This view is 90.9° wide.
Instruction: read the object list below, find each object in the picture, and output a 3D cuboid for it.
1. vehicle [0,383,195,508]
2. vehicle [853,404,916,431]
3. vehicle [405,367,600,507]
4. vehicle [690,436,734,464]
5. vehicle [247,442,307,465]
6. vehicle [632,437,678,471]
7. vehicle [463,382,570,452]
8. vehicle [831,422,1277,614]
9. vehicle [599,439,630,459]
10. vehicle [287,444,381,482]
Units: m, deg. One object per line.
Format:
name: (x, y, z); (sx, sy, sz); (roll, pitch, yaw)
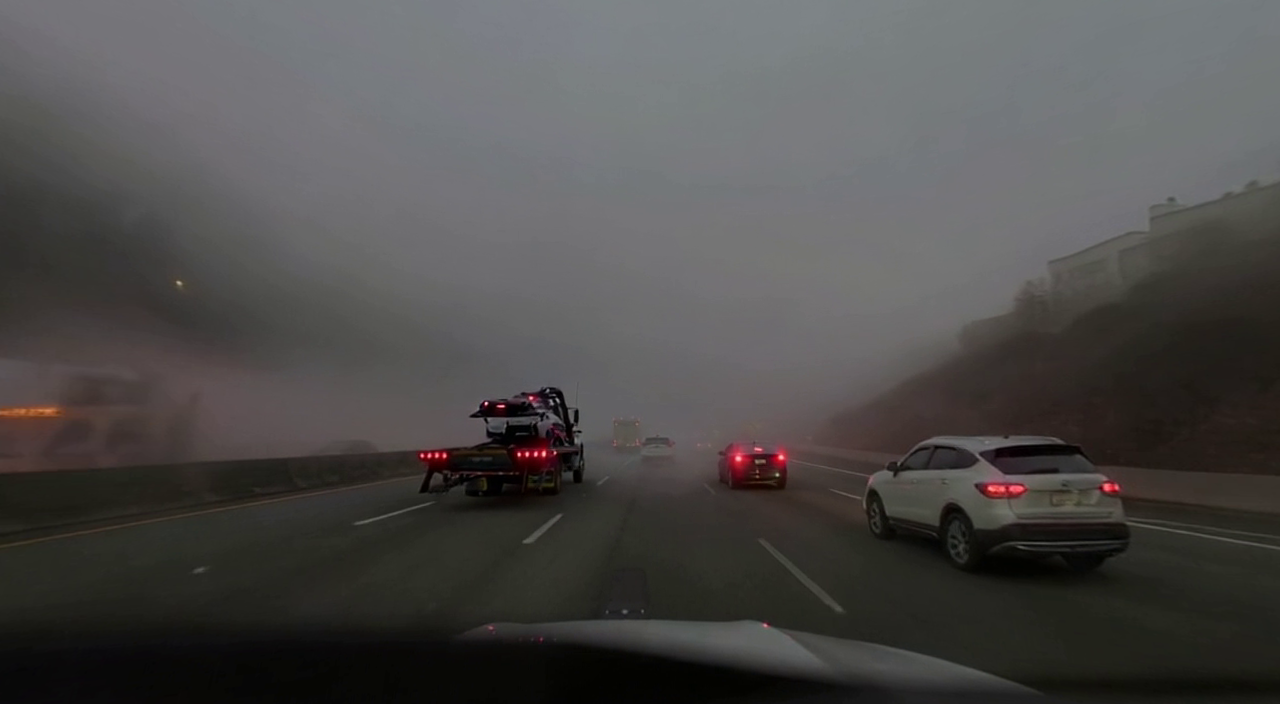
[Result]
vehicle: (-13.435, 2.126, 14.337); (2.548, 2.365, 5.452); (0, -8, 1)
vehicle: (14.814, 4.039, 38.500); (1.930, 1.454, 4.126); (0, -8, -4)
vehicle: (-3.244, 2.529, 18.571); (3.162, 2.955, 10.282); (0, -8, 2)
vehicle: (4.281, 5.927, 38.235); (2.075, 1.614, 4.682); (0, -8, -1)
vehicle: (-27.035, 7.561, 47.161); (1.825, 1.670, 4.151); (-1, -8, 3)
vehicle: (0.694, 4.841, 30.185); (2.079, 1.499, 3.915); (0, -8, 1)
vehicle: (-3.230, 1.910, 17.532); (1.893, 1.674, 4.766); (0, -8, 2)
vehicle: (3.929, 1.616, 7.156); (2.040, 1.481, 4.260); (0, -8, -2)
vehicle: (-1.880, 7.426, 48.237); (2.016, 1.450, 4.310); (0, -8, 2)
vehicle: (-12.594, 4.561, 26.240); (1.877, 1.403, 3.836); (0, -8, 2)
